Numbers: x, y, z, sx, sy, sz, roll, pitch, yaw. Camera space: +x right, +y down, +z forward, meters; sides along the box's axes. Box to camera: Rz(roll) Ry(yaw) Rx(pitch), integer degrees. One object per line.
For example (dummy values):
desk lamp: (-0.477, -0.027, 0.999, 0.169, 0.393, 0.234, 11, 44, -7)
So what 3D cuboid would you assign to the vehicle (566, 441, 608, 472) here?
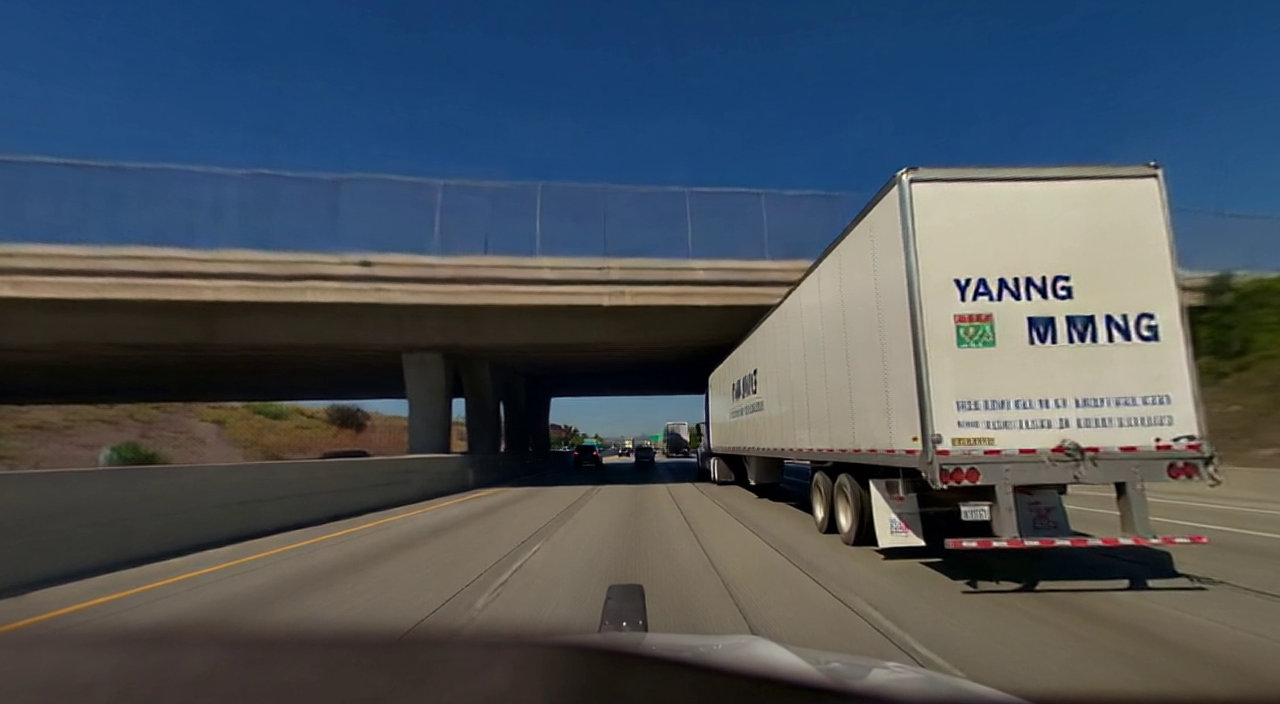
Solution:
vehicle: (-3.088, 6.196, 37.531, 2.058, 1.711, 4.226, 0, -9, 1)

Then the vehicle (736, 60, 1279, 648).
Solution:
vehicle: (3.968, 0.814, 10.549, 2.821, 4.077, 12.562, 0, -9, 0)

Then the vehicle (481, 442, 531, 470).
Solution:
vehicle: (-8.629, 6.734, 41.066, 2.076, 1.678, 5.116, 0, -9, 1)

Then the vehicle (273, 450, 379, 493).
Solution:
vehicle: (-12.192, 4.620, 24.859, 1.839, 1.503, 4.410, 0, -9, 1)

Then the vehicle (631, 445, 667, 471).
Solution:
vehicle: (0.535, 6.534, 39.030, 2.063, 1.469, 4.208, 0, -9, 0)
